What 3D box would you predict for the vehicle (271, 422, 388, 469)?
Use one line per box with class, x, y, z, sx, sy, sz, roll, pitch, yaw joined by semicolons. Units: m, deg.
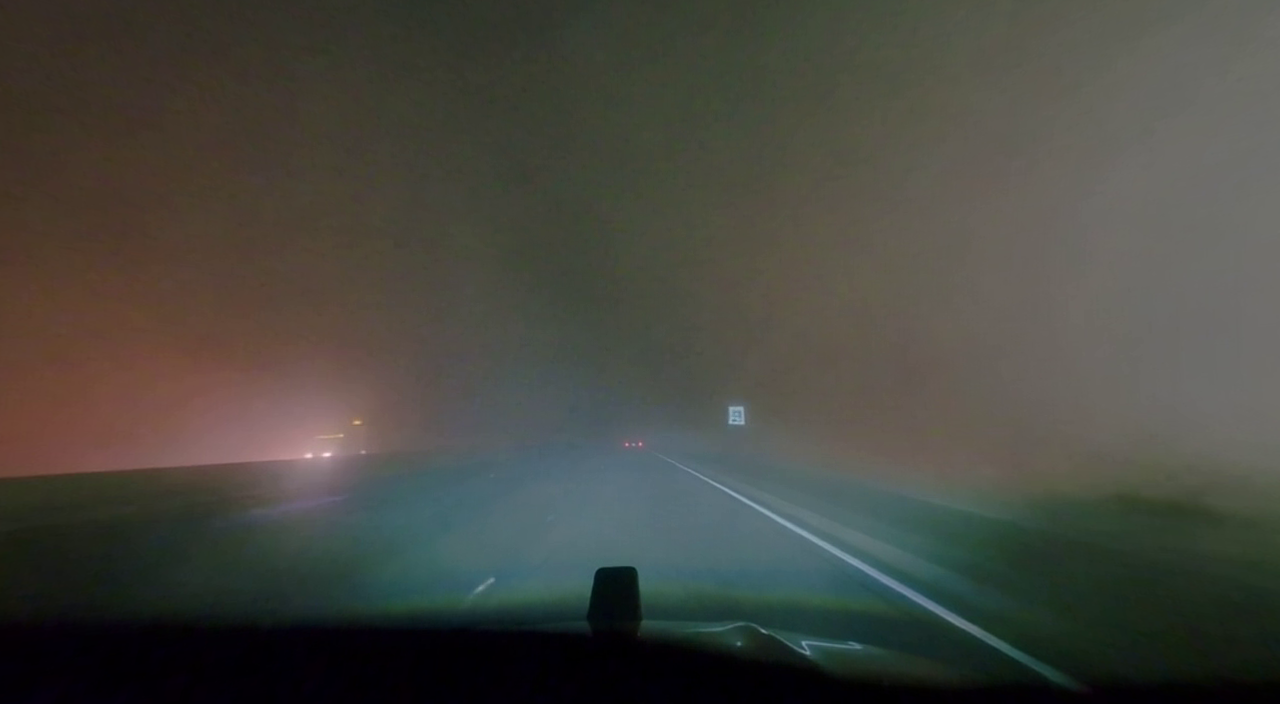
vehicle;-23.971;7.299;49.707;3.053;3.257;12.376;0;-8;-1
